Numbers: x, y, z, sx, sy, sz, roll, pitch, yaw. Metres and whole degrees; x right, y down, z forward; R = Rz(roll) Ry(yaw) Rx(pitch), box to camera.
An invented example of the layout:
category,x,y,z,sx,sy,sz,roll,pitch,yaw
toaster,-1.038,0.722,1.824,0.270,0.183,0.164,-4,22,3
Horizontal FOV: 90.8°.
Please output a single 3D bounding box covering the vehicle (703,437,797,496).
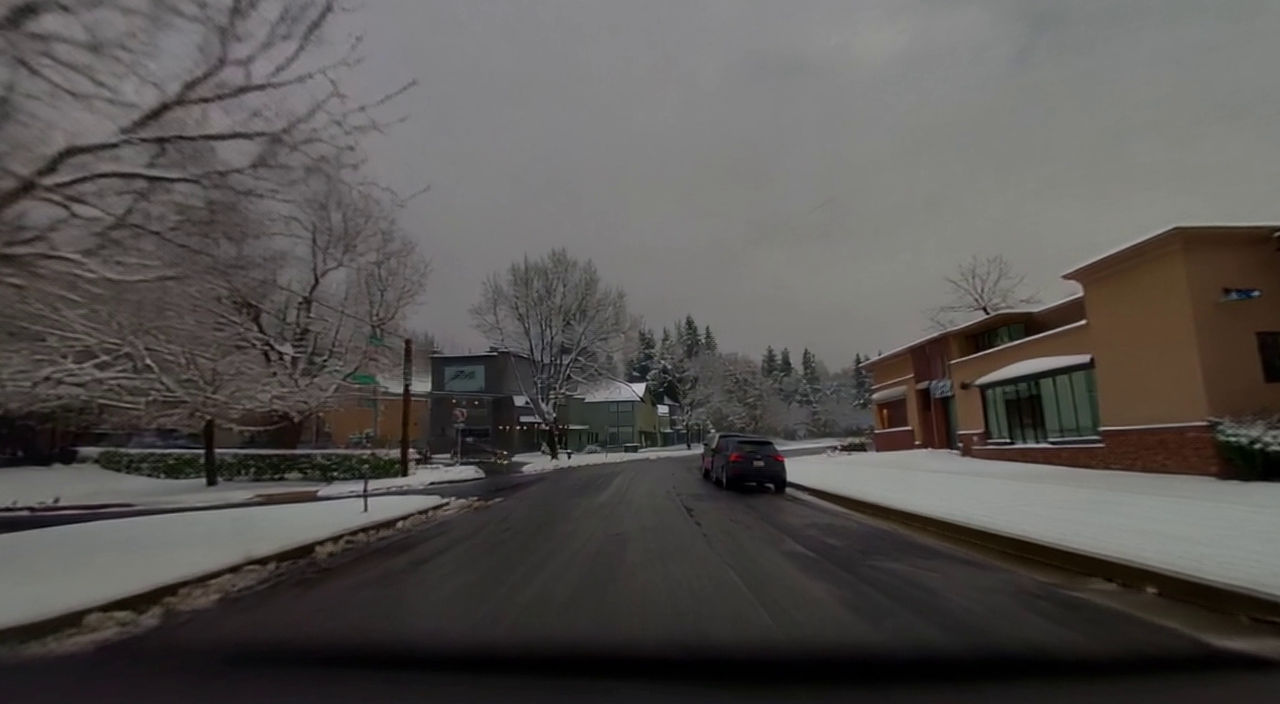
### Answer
category,x,y,z,sx,sy,sz,roll,pitch,yaw
vehicle,3.137,3.368,19.045,2.064,1.532,4.596,0,-8,0
